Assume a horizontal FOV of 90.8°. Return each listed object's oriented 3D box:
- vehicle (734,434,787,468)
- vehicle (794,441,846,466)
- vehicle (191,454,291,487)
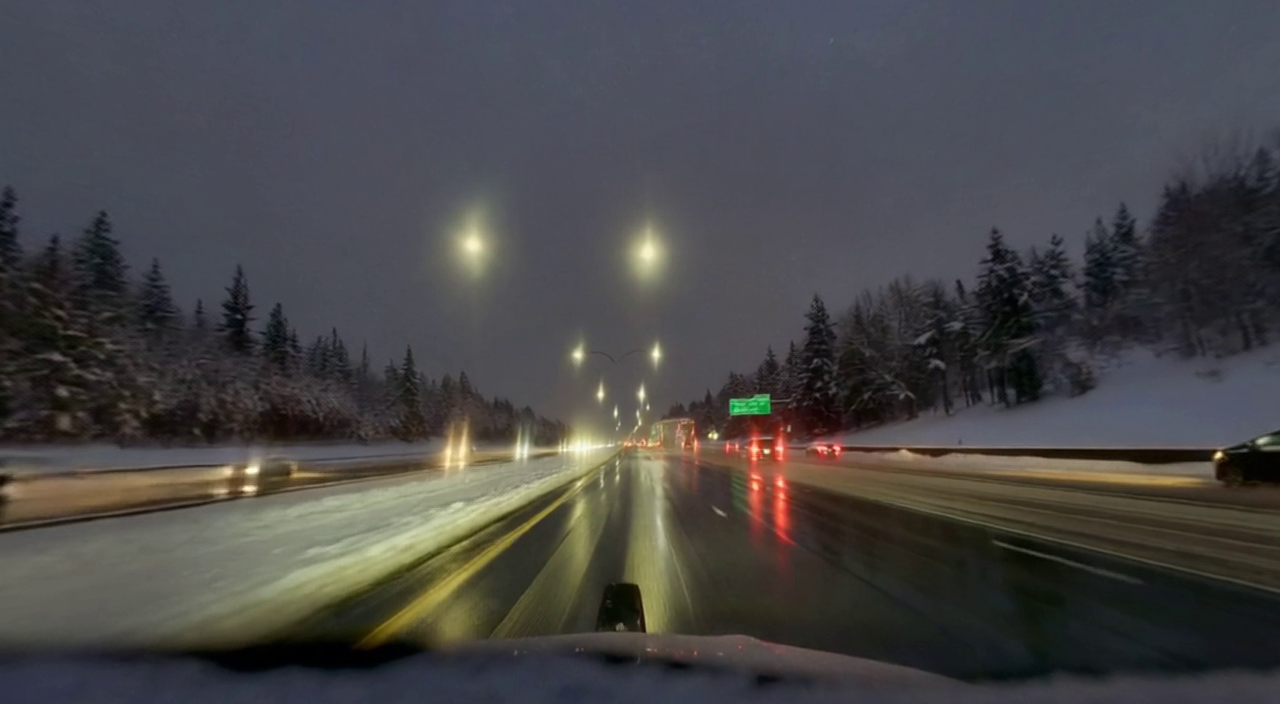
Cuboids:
[{"bbox_3d":[6.925,5.742,36.817,2.098,1.820,4.505,0,-8,-2],"label":"vehicle"},{"bbox_3d":[11.070,6.273,39.119,1.931,1.479,4.183,0,-8,-1],"label":"vehicle"},{"bbox_3d":[-21.369,6.342,34.146,2.058,1.442,4.971,0,-8,1],"label":"vehicle"}]
